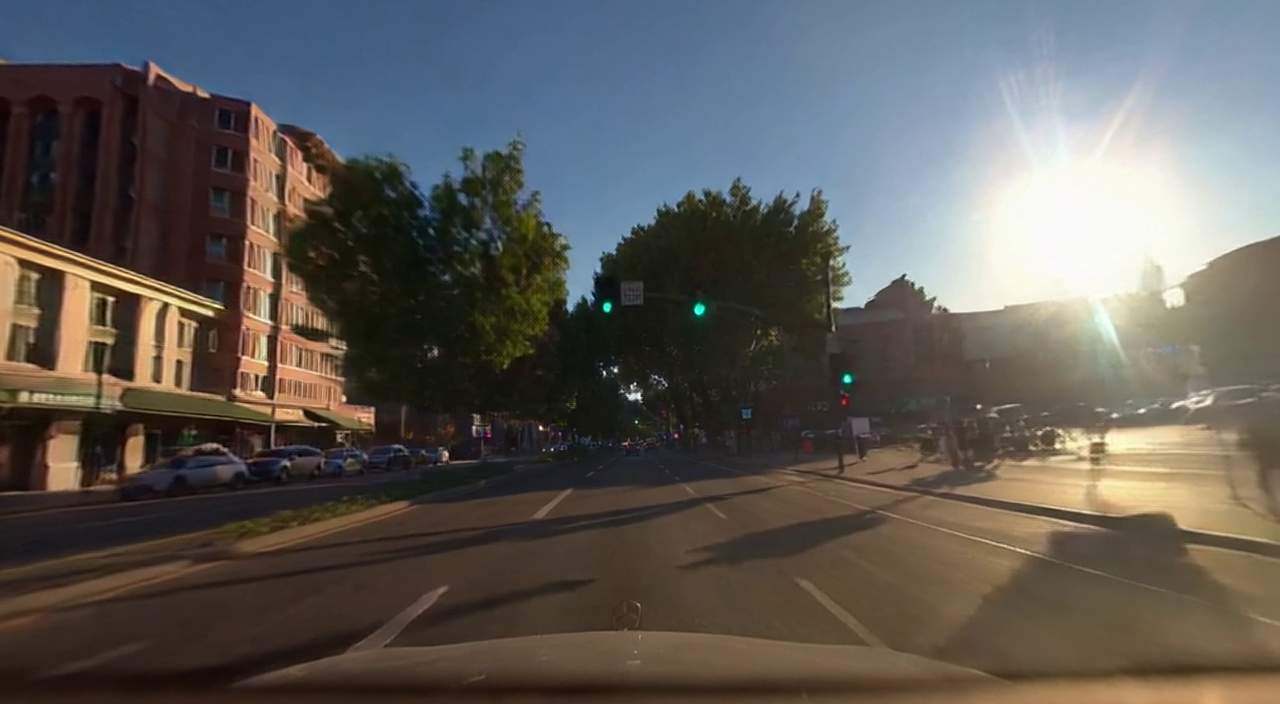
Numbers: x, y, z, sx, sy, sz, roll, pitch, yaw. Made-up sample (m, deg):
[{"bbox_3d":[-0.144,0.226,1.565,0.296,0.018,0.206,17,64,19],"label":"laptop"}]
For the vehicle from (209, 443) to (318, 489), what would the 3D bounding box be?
[{"bbox_3d":[-15.870,4.787,26.954,1.880,1.791,4.666,0,-8,-2],"label":"vehicle"}]

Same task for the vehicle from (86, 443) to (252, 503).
[{"bbox_3d":[-15.515,3.963,21.268,1.950,1.749,5.006,1,-8,-4],"label":"vehicle"}]

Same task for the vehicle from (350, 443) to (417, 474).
[{"bbox_3d":[-15.623,6.501,38.785,1.978,1.760,5.097,0,-8,0],"label":"vehicle"}]

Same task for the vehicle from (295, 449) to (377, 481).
[{"bbox_3d":[-15.445,5.730,32.401,1.776,1.468,5.089,0,-8,-1],"label":"vehicle"}]

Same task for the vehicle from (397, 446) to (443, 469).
[{"bbox_3d":[-15.831,7.609,45.701,1.831,1.599,4.080,0,-8,0],"label":"vehicle"}]
